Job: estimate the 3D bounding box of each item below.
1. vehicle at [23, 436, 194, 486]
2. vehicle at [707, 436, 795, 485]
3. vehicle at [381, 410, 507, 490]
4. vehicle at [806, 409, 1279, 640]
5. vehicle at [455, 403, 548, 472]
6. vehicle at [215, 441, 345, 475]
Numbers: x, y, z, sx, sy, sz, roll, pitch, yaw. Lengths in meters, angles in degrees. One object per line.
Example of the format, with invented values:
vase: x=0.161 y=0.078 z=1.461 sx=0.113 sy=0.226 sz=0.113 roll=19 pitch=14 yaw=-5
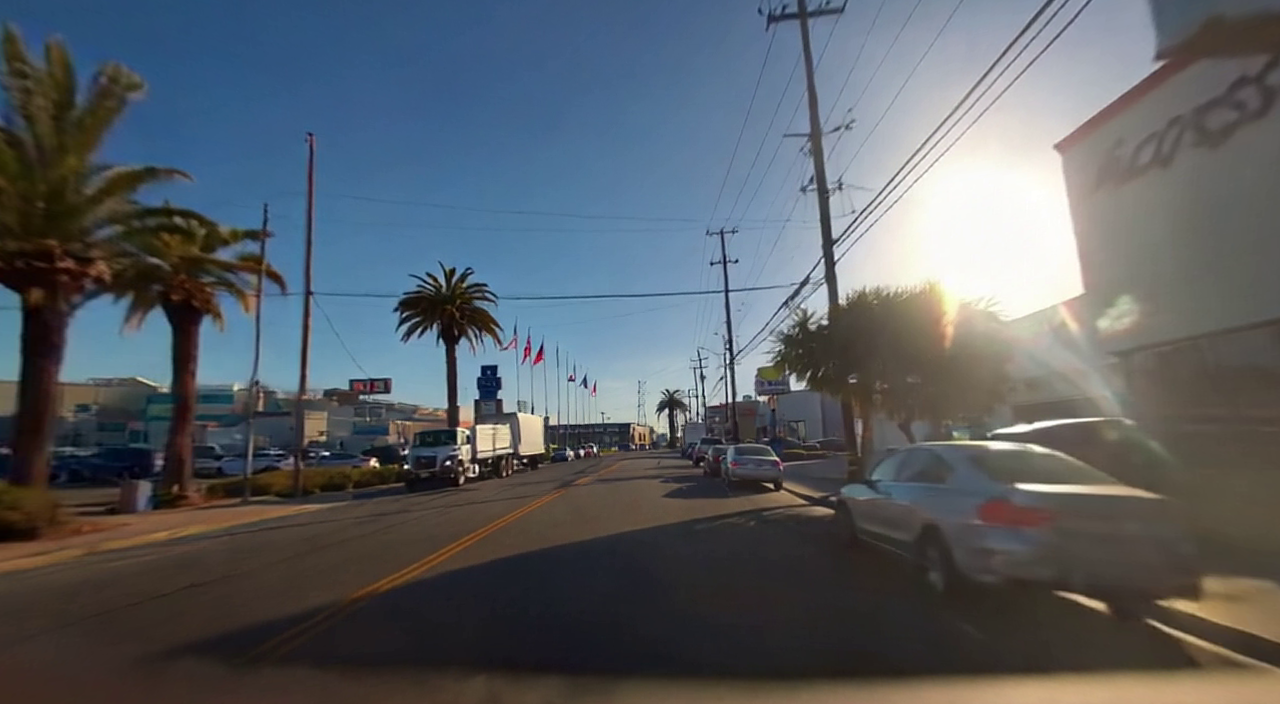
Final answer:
vehicle: x=-20.739 y=4.248 z=25.104 sx=2.152 sy=1.746 sz=5.461 roll=0 pitch=-8 yaw=-2
vehicle: x=3.729 y=3.748 z=22.199 sx=2.246 sy=1.533 sz=4.971 roll=0 pitch=-8 yaw=1
vehicle: x=-7.897 y=4.057 z=26.535 sx=2.845 sy=2.738 sz=7.208 roll=-3 pitch=-8 yaw=1
vehicle: x=3.517 y=1.548 z=6.823 sx=2.111 sy=1.611 sz=4.576 roll=0 pitch=-8 yaw=-1
vehicle: x=-7.421 y=4.788 z=35.246 sx=2.941 sy=3.418 sz=7.738 roll=-1 pitch=-8 yaw=4
vehicle: x=-16.919 y=4.985 z=29.839 sx=4.890 sy=1.483 sz=2.055 roll=0 pitch=-8 yaw=2
